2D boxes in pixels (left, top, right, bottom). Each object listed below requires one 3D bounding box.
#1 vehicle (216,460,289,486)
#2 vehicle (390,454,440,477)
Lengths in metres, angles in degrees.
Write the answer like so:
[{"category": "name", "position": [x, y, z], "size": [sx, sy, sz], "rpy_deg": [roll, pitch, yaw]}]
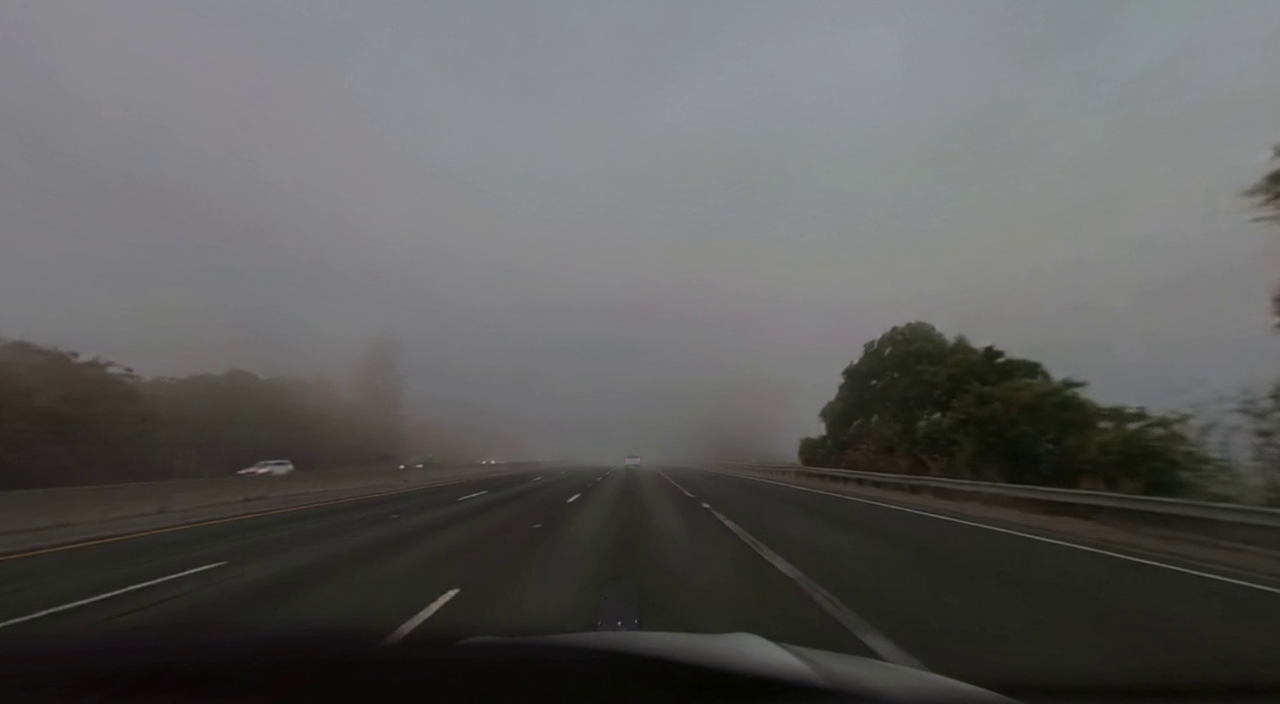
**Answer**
[{"category": "vehicle", "position": [-26.308, 8.207, 42.803], "size": [1.923, 1.538, 4.752], "rpy_deg": [0, -9, 0]}, {"category": "vehicle", "position": [-15.603, 7.882, 43.716], "size": [1.903, 1.503, 4.309], "rpy_deg": [0, -9, -1]}]
